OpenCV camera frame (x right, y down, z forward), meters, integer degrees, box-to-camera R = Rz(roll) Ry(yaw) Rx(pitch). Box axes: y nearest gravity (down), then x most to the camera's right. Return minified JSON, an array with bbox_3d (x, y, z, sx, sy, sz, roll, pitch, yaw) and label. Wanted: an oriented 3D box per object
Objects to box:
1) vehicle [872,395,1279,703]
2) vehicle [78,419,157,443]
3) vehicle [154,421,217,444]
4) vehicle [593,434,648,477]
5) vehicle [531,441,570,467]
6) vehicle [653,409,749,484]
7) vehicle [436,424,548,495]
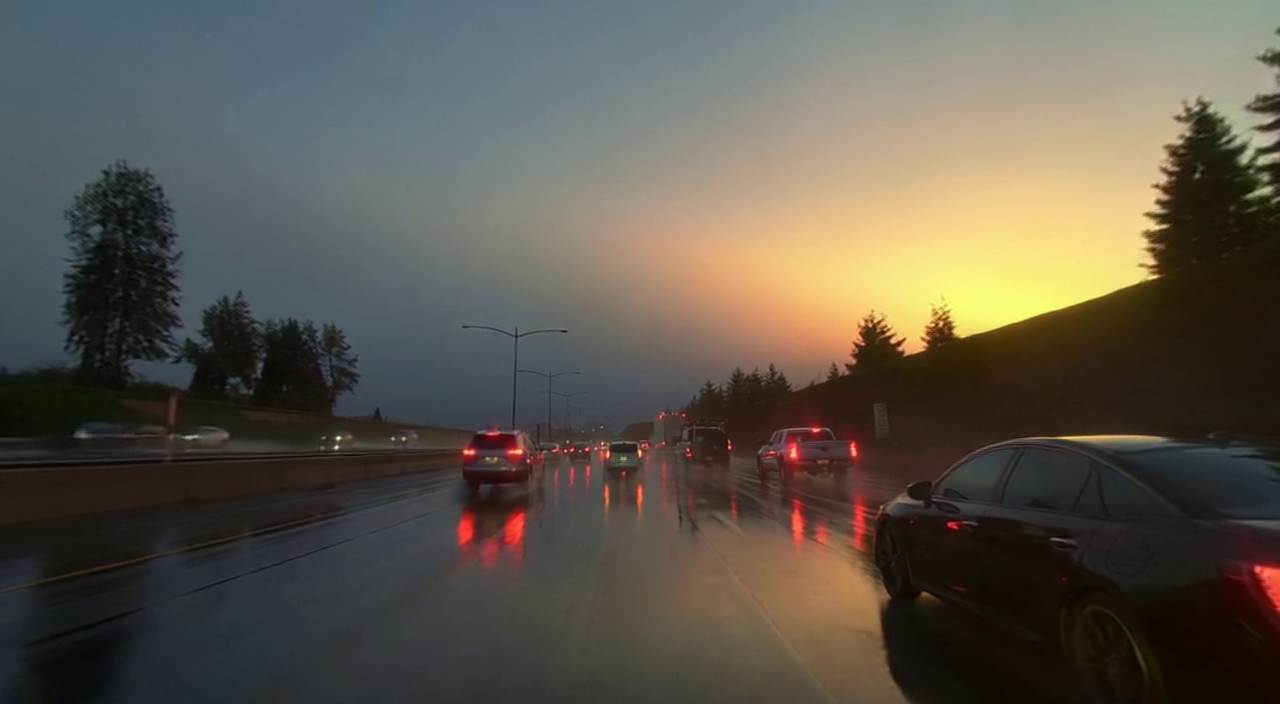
[{"bbox_3d":[3.100,1.103,3.381,2.031,1.504,4.327,0,-9,0],"label":"vehicle"},{"bbox_3d":[-36.864,5.622,44.576,1.834,1.555,4.465,0,-9,-2],"label":"vehicle"},{"bbox_3d":[-32.740,5.864,45.485,1.740,1.488,3.985,1,-9,-3],"label":"vehicle"},{"bbox_3d":[-0.826,4.482,27.472,2.235,1.682,4.094,0,-9,-1],"label":"vehicle"},{"bbox_3d":[-5.411,6.227,38.486,1.907,1.484,3.954,0,-9,-1],"label":"vehicle"},{"bbox_3d":[2.830,5.067,34.043,3.426,3.279,12.313,1,-8,-2],"label":"vehicle"},{"bbox_3d":[-4.115,3.093,18.473,2.176,1.783,4.799,0,-9,-1],"label":"vehicle"}]
